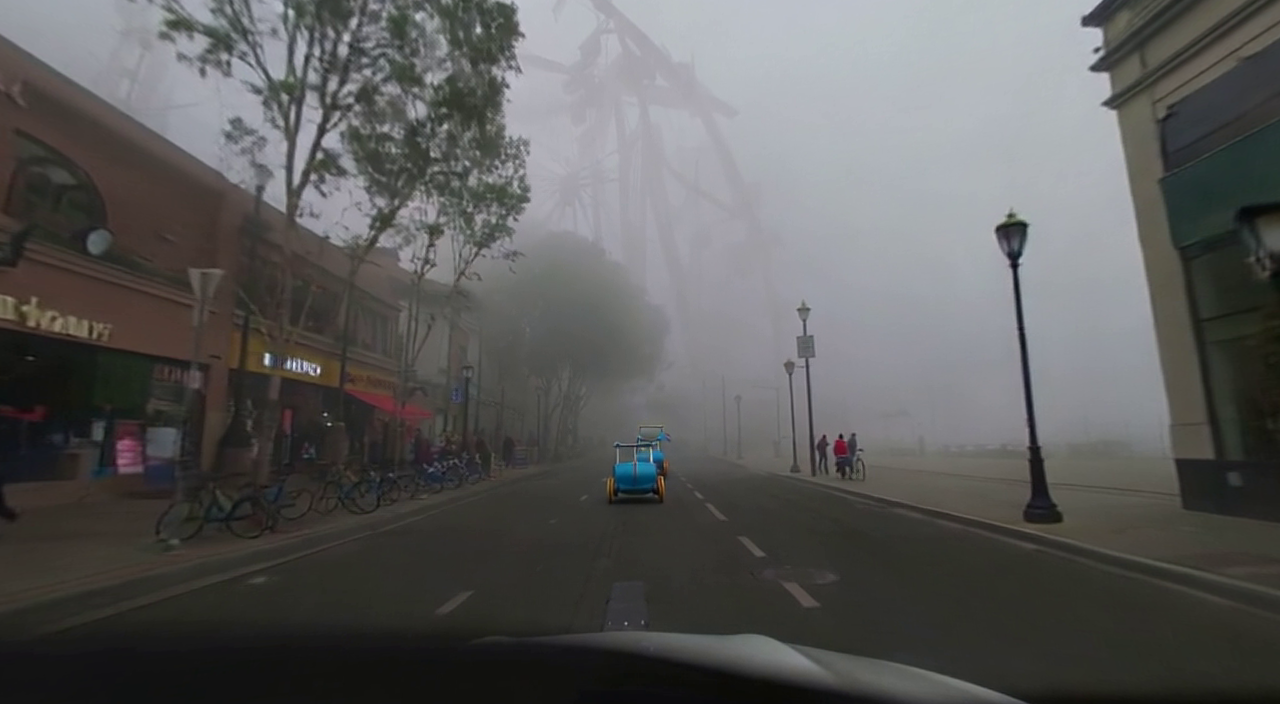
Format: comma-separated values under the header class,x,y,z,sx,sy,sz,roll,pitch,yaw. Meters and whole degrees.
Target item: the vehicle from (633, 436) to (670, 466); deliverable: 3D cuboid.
class,x,y,z,sx,sy,sz,roll,pitch,yaw
vehicle,0.746,6.310,40.362,2.221,1.773,4.228,-1,-9,1
